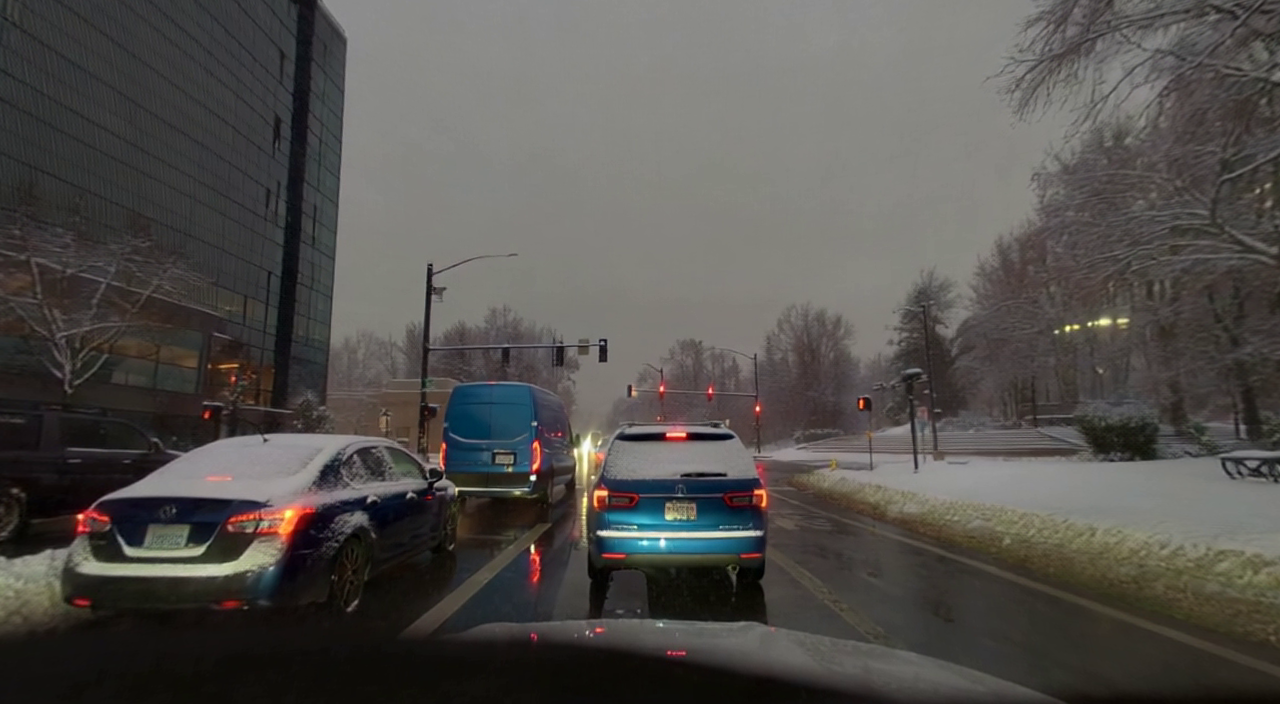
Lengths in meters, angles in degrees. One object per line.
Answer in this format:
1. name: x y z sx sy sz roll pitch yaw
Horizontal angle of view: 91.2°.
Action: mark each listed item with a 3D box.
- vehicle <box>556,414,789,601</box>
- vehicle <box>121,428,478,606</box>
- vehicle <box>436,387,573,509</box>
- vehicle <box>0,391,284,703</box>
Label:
1. vehicle: 0.193 1.604 7.214 1.979 1.562 3.630 0 -9 -3
2. vehicle: -3.485 1.758 7.570 1.955 1.499 4.223 0 -9 0
3. vehicle: -3.263 2.538 16.600 2.343 2.635 5.684 0 -9 0
4. vehicle: -2.910 0.819 1.522 1.893 1.491 3.798 0 -9 -1
